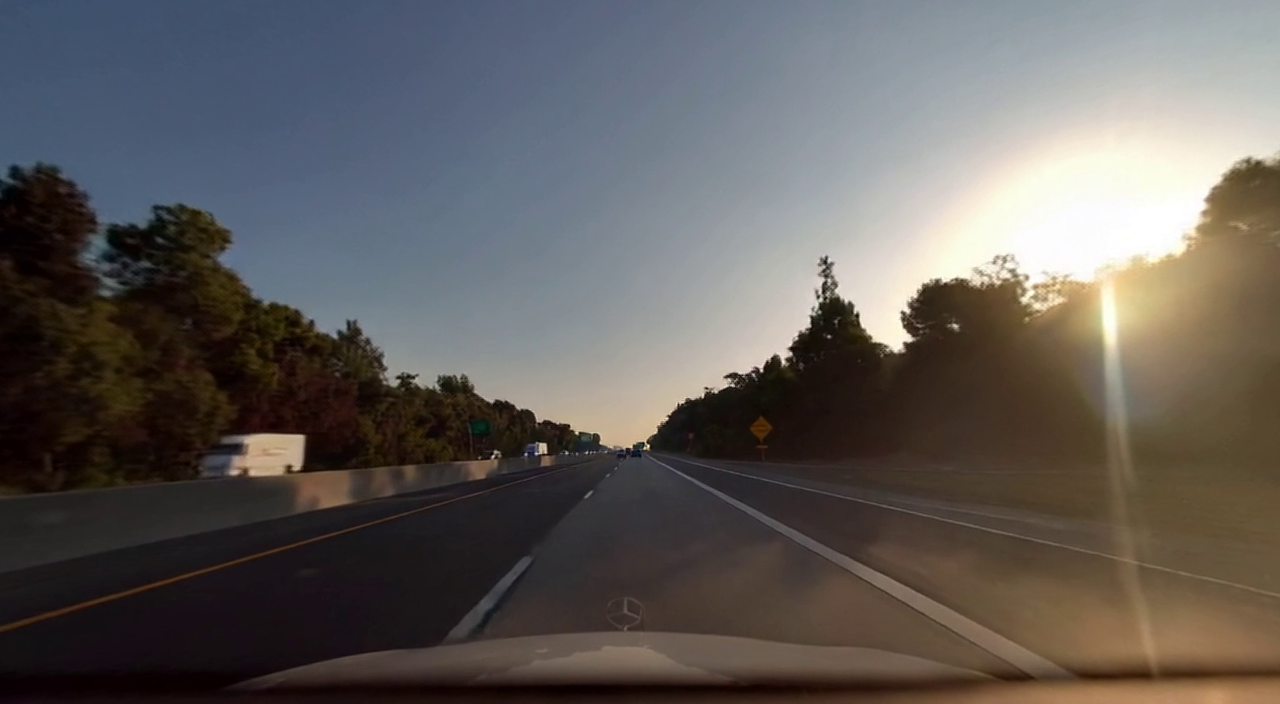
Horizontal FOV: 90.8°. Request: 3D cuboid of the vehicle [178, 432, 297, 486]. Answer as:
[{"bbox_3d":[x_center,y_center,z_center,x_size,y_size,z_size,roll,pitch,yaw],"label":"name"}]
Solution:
[{"bbox_3d":[-20.982,5.586,33.297,2.382,2.549,5.609,0,-9,1],"label":"vehicle"}]
